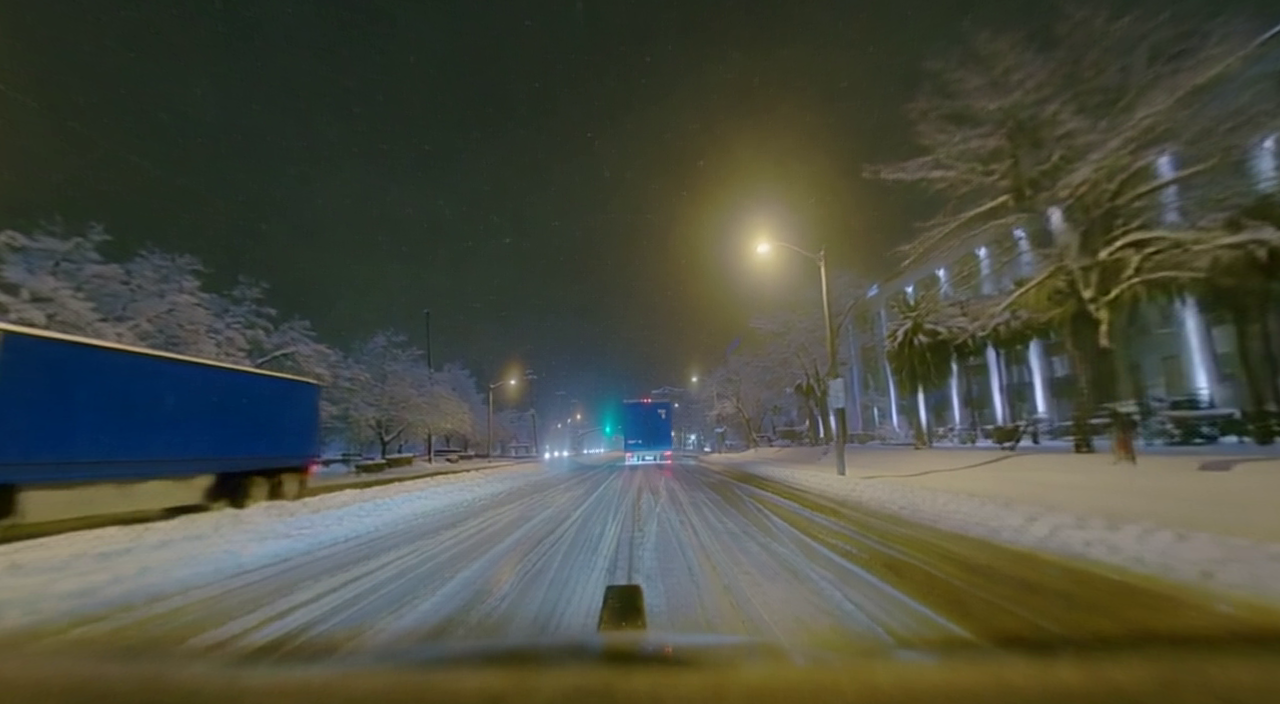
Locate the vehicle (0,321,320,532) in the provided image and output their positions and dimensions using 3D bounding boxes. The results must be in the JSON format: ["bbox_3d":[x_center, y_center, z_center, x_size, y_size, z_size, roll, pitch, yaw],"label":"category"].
[{"bbox_3d":[-14.360,2.128,16.850,2.957,4.233,15.722,0,-9,1],"label":"vehicle"}]

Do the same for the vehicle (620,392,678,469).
[{"bbox_3d":[0.311,4.933,38.220,2.992,3.949,11.815,0,-9,-1],"label":"vehicle"}]
